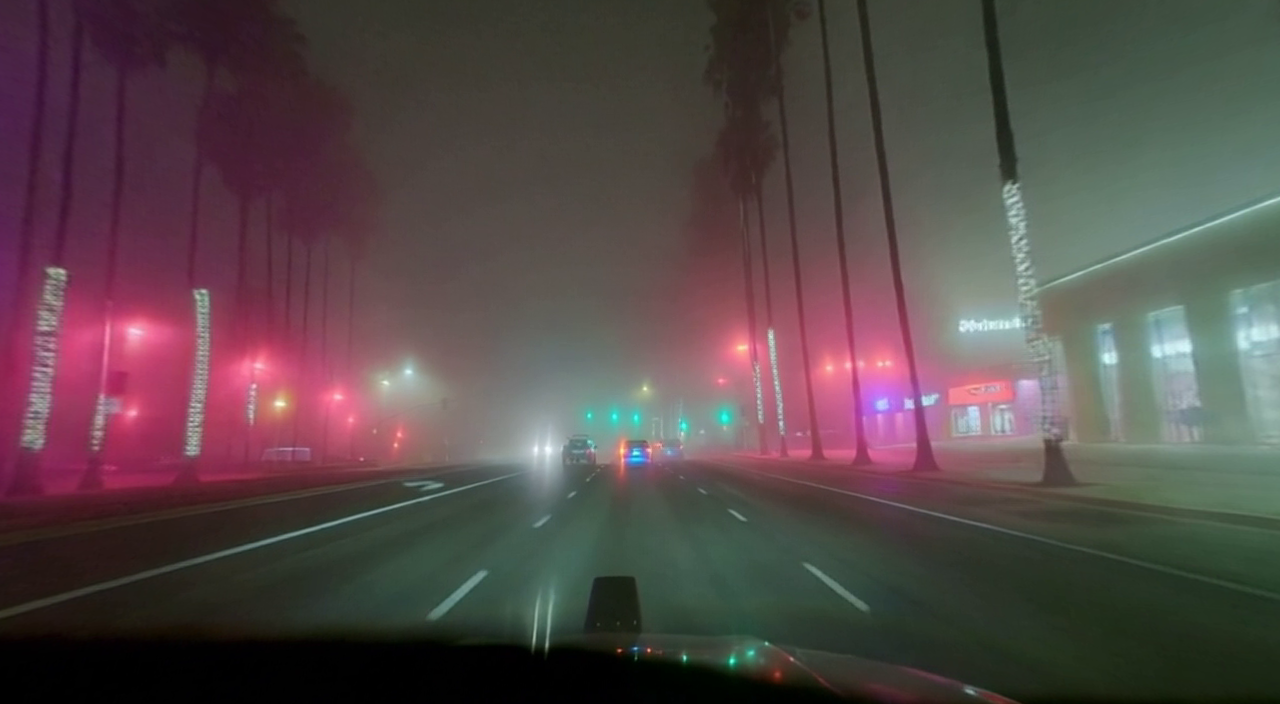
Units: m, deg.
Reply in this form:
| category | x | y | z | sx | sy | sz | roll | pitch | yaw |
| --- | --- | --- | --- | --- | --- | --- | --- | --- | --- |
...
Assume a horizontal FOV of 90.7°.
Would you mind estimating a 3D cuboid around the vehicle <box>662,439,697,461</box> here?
| category | x | y | z | sx | sy | sz | roll | pitch | yaw |
| --- | --- | --- | --- | --- | --- | --- | --- | --- | --- |
| vehicle | 2.798 | 7.084 | 45.803 | 2.085 | 1.482 | 4.491 | 0 | -9 | -2 |

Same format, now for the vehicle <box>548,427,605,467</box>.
| category | x | y | z | sx | sy | sz | roll | pitch | yaw |
| --- | --- | --- | --- | --- | --- | --- | --- | --- | --- |
| vehicle | -3.458 | 5.383 | 35.890 | 2.672 | 2.064 | 5.681 | 0 | -9 | 0 |

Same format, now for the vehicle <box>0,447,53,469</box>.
| category | x | y | z | sx | sy | sz | roll | pitch | yaw |
| --- | --- | --- | --- | --- | --- | --- | --- | --- | --- |
| vehicle | -47.020 | 7.940 | 47.392 | 3.985 | 1.623 | 1.976 | 0 | -9 | -3 |

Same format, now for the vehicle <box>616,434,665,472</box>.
| category | x | y | z | sx | sy | sz | roll | pitch | yaw |
| --- | --- | --- | --- | --- | --- | --- | --- | --- | --- |
| vehicle | -0.033 | 4.720 | 29.570 | 2.160 | 1.615 | 4.117 | 0 | -9 | -1 |
